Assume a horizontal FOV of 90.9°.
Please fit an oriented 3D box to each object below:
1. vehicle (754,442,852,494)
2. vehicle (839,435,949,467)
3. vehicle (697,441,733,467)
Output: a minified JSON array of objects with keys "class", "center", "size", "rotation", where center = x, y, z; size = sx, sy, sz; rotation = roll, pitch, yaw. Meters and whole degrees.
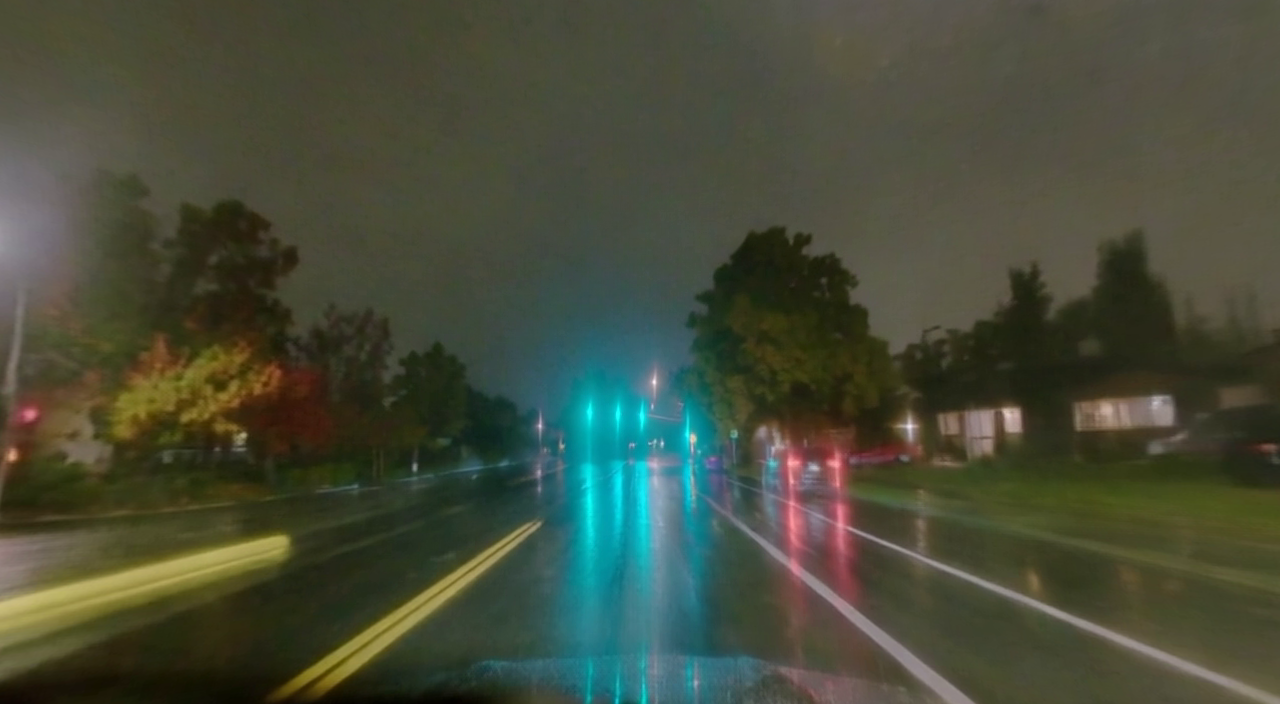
[{"class":"vehicle","center":[5.171,3.738,20.720],"size":[2.032,1.478,5.040],"rotation":[0,-9,2]},{"class":"vehicle","center":[12.253,4.806,30.577],"size":[4.502,1.470,1.839],"rotation":[0,-9,0]},{"class":"vehicle","center":[5.343,7.353,45.425],"size":[2.069,1.743,4.595],"rotation":[0,-9,0]}]
